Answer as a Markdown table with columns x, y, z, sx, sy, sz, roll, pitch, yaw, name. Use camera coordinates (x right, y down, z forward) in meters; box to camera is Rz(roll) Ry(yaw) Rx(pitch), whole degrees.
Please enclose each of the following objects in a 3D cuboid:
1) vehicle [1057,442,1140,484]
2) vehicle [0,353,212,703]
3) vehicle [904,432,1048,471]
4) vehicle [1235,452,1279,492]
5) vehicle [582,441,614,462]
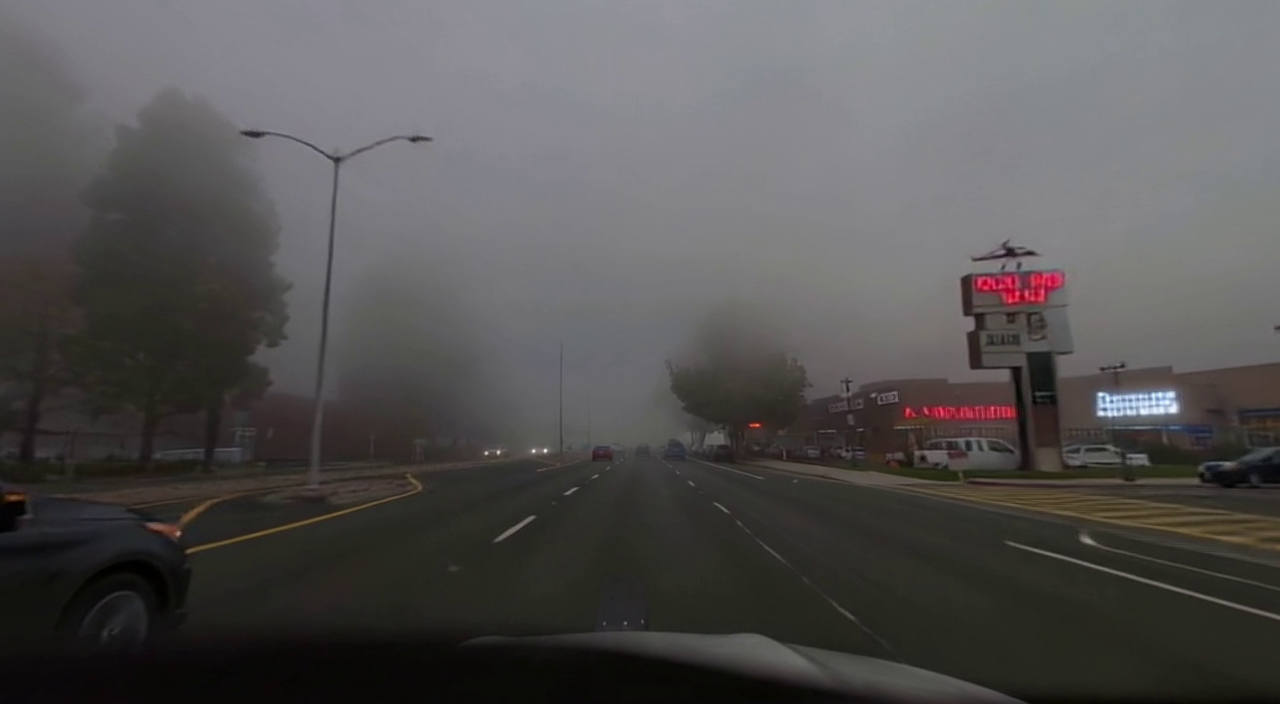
| x | y | z | sx | sy | sz | roll | pitch | yaw | name |
| --- | --- | --- | --- | --- | --- | --- | --- | --- | --- |
| 20.656 | 4.919 | 28.315 | 4.947 | 1.673 | 2.102 | 8 | -12 | -44 | vehicle |
| -3.537 | 0.705 | 1.658 | 1.983 | 1.635 | 3.957 | 0 | -8 | 0 | vehicle |
| 15.977 | 4.746 | 30.343 | 1.691 | 1.670 | 5.790 | 4 | -9 | -39 | vehicle |
| 24.401 | 4.583 | 24.331 | 1.889 | 1.399 | 4.444 | -8 | -11 | 43 | vehicle |
| -3.053 | 7.366 | 46.837 | 2.005 | 1.446 | 4.265 | 0 | -8 | 1 | vehicle |
